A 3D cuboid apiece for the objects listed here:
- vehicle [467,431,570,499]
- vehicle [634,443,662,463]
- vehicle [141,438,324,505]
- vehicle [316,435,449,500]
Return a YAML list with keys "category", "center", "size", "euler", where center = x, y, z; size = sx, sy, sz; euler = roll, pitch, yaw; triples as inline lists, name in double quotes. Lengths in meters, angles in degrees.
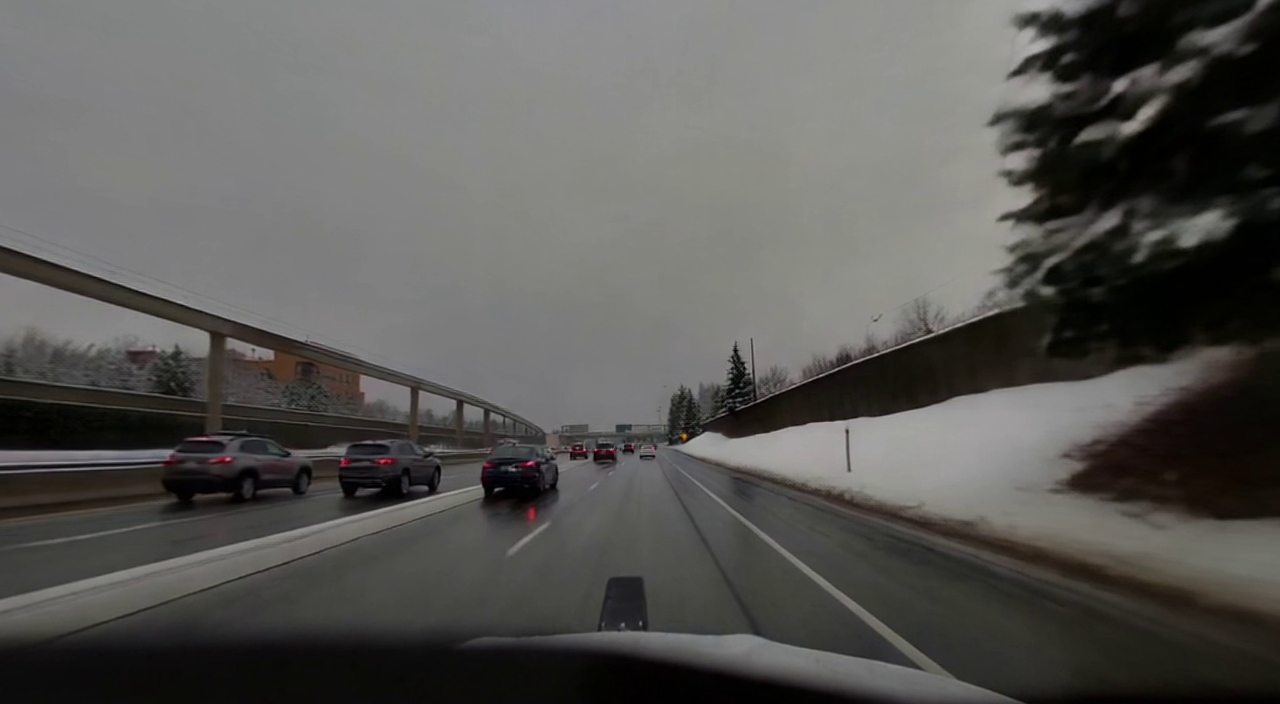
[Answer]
- category: "vehicle"
  center: [-3.421, 3.268, 18.673]
  size: [2.052, 1.731, 4.372]
  euler: [0, -8, 2]
- category: "vehicle"
  center: [0.550, 7.678, 48.256]
  size: [2.074, 1.465, 3.977]
  euler: [0, -8, -1]
- category: "vehicle"
  center: [-11.097, 3.255, 17.709]
  size: [1.951, 1.628, 4.617]
  euler: [0, -8, 1]
- category: "vehicle"
  center: [-7.227, 3.255, 18.222]
  size: [1.959, 1.652, 4.170]
  euler: [0, -8, 2]
